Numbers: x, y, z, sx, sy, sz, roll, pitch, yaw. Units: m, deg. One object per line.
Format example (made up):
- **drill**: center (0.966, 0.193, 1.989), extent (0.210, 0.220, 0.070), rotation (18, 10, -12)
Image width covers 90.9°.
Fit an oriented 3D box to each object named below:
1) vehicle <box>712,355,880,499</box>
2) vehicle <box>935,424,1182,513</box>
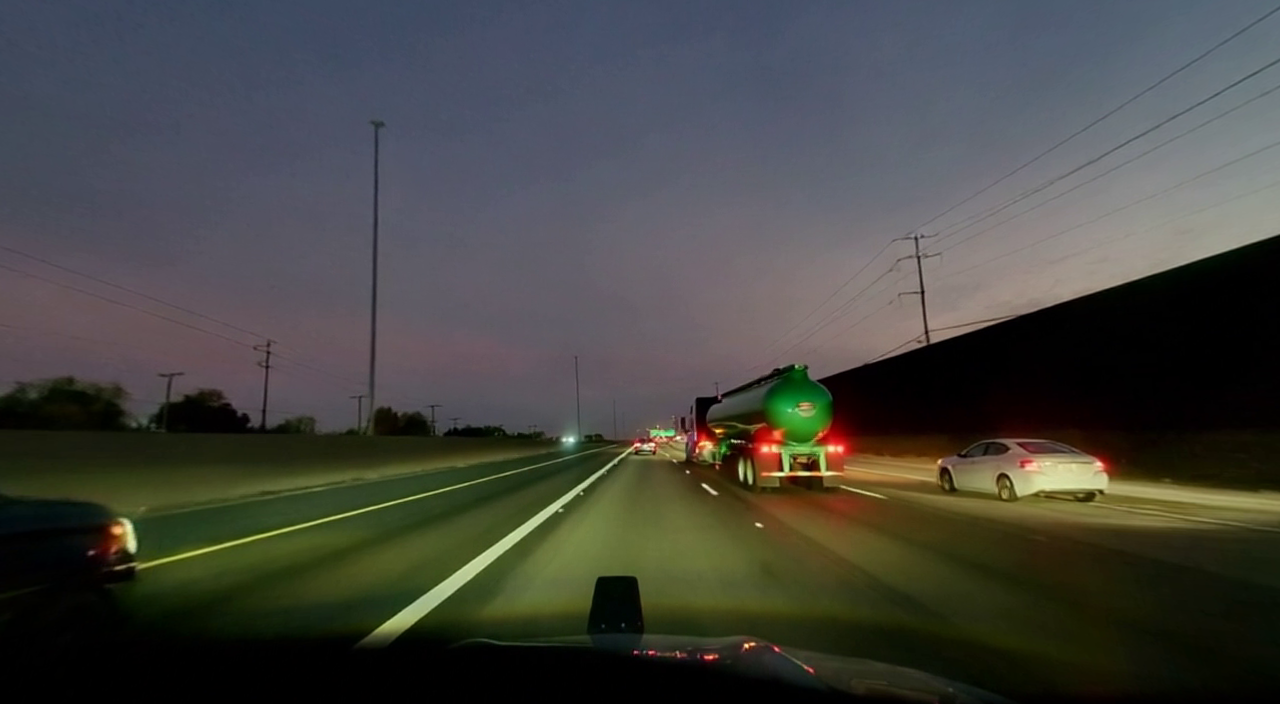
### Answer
- **vehicle**: center (3.921, 2.242, 18.122), extent (2.791, 3.179, 8.074), rotation (0, -8, 1)
- **vehicle**: center (8.174, 2.309, 13.006), extent (1.905, 1.480, 4.624), rotation (0, -8, 0)
